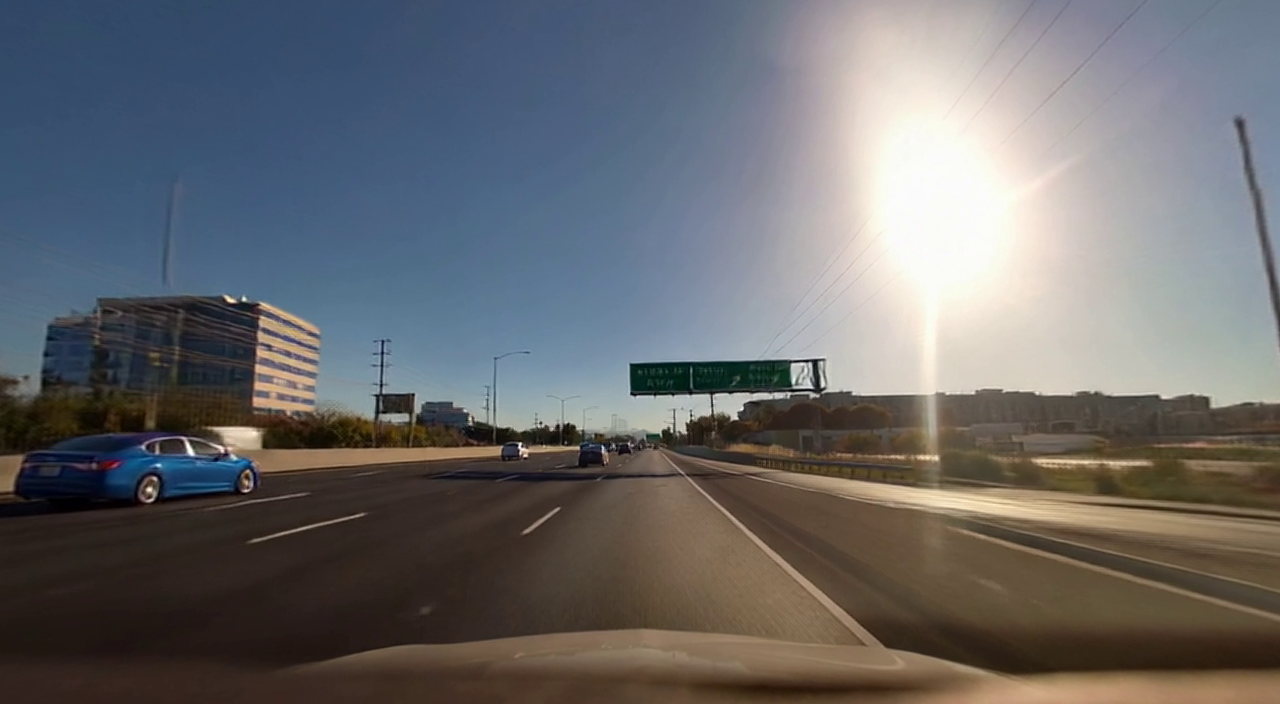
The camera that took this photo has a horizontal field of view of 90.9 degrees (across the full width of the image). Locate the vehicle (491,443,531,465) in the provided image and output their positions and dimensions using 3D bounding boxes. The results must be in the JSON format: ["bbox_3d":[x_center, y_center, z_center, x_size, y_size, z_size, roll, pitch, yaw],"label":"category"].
[{"bbox_3d":[-9.338,7.365,45.868,1.930,1.490,3.955,0,-8,2],"label":"vehicle"}]

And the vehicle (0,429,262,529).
[{"bbox_3d":[-9.889,2.321,12.225,2.002,1.526,4.822,0,-8,2],"label":"vehicle"}]

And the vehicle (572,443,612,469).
[{"bbox_3d":[-2.874,6.354,38.930,2.050,1.479,4.342,0,-8,1],"label":"vehicle"}]
